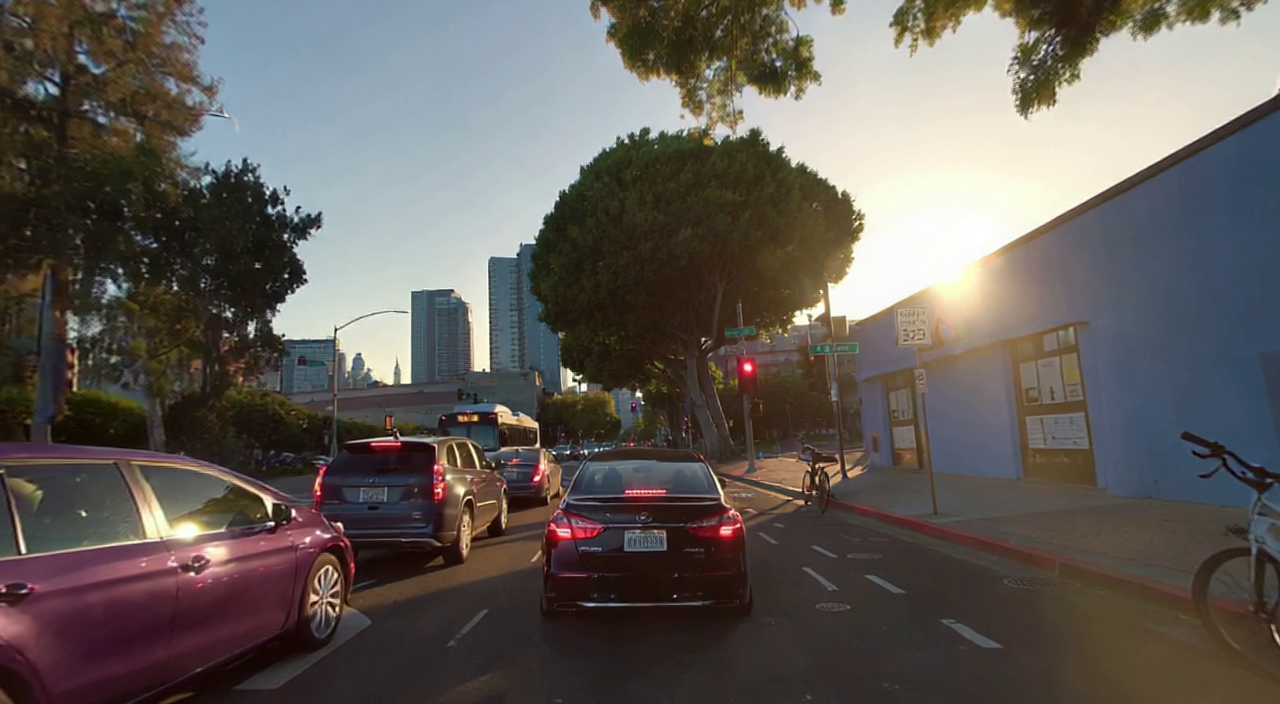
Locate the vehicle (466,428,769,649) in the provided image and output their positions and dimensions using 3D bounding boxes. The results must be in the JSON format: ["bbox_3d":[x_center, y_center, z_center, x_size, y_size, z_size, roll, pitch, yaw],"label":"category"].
[{"bbox_3d":[-0.137,1.534,6.186,2.031,1.461,3.763,0,-8,0],"label":"vehicle"}]

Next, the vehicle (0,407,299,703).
[{"bbox_3d":[-3.165,0.874,1.719,1.867,1.486,4.452,0,-8,2],"label":"vehicle"}]

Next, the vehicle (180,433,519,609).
[{"bbox_3d":[-2.912,1.767,7.638,1.944,1.481,4.385,0,-8,1],"label":"vehicle"}]
